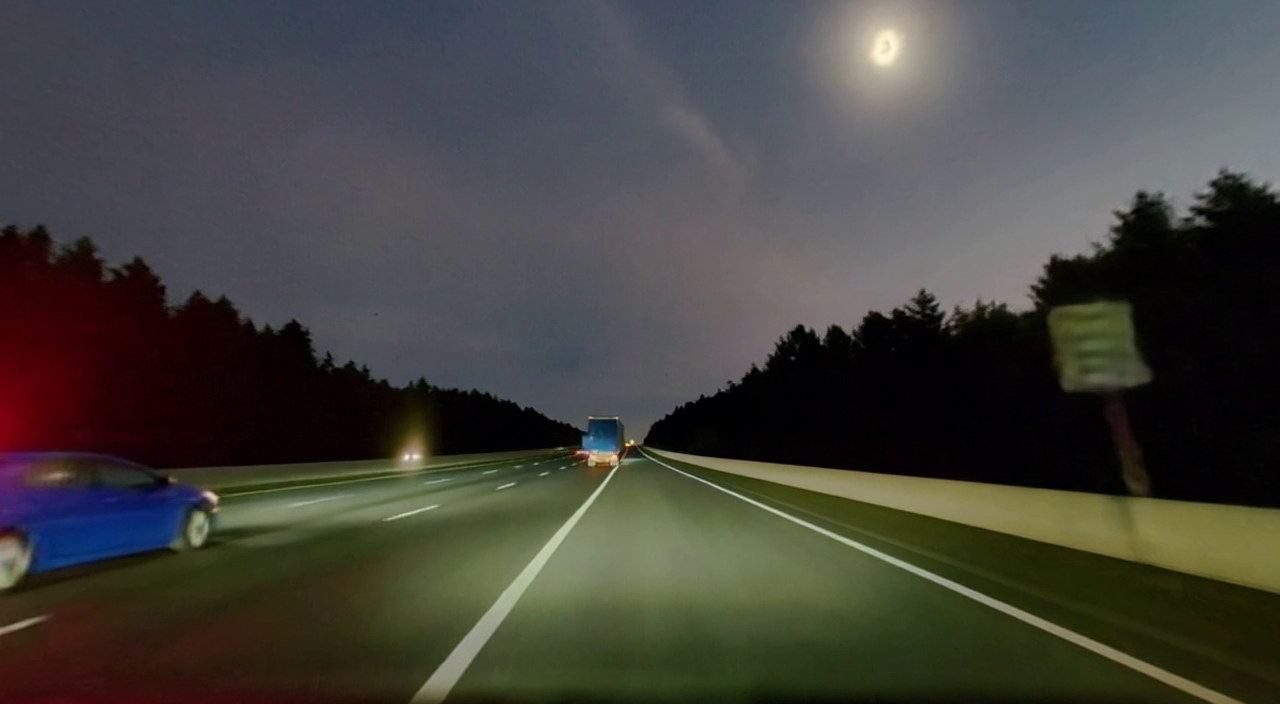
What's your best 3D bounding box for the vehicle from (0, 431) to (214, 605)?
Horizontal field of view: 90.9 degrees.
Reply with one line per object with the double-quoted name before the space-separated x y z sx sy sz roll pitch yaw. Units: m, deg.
"vehicle" -6.580 1.531 5.961 1.938 1.507 4.557 0 -9 0
